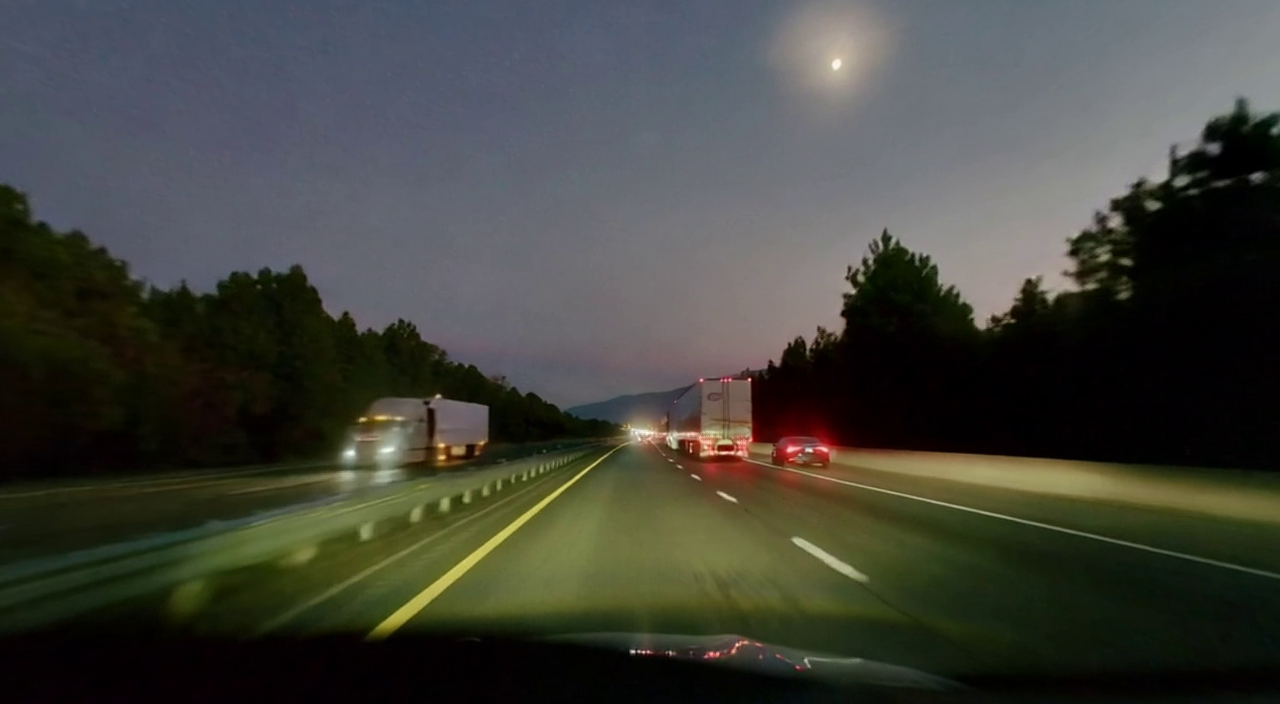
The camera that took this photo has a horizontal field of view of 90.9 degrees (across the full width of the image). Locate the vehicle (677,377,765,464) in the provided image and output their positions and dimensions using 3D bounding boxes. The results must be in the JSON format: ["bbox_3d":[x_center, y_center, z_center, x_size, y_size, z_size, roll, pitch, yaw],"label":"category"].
[{"bbox_3d":[4.154,4.082,36.176,2.951,4.007,13.976,0,-7,-1],"label":"vehicle"}]

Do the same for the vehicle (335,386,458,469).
[{"bbox_3d":[-13.357,4.364,35.934,2.993,4.037,10.349,0,-7,-1],"label":"vehicle"}]
